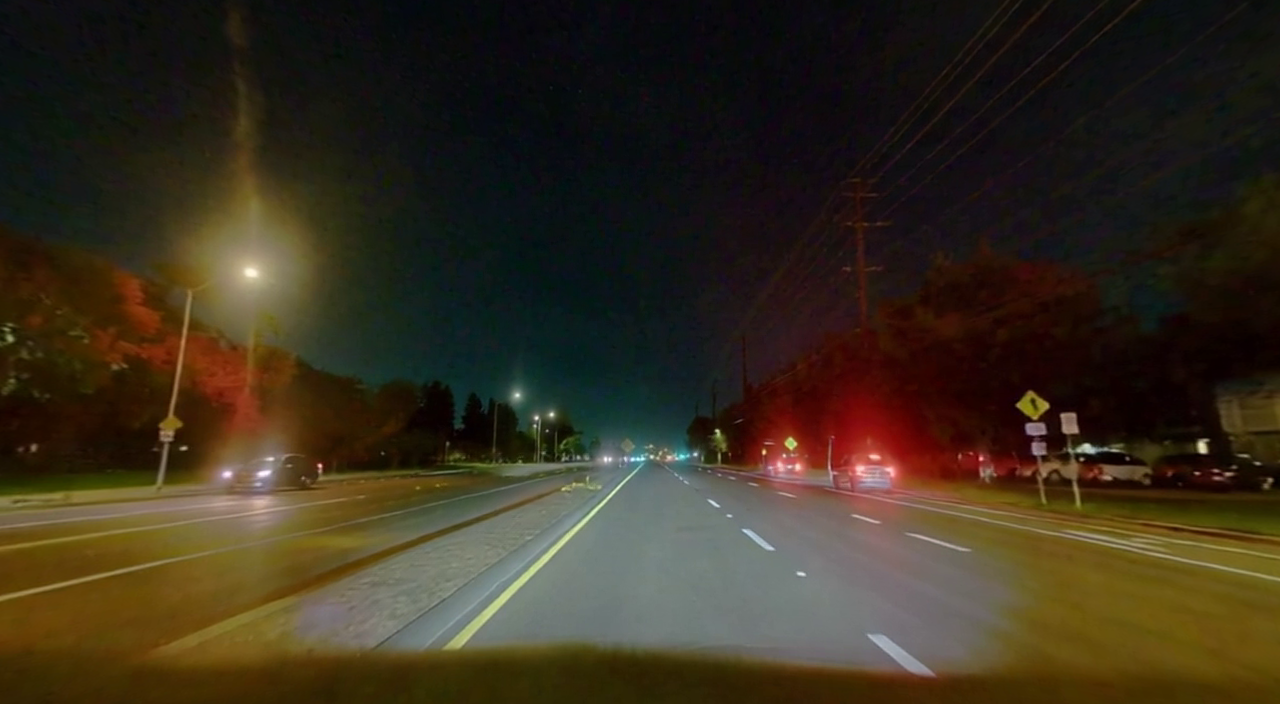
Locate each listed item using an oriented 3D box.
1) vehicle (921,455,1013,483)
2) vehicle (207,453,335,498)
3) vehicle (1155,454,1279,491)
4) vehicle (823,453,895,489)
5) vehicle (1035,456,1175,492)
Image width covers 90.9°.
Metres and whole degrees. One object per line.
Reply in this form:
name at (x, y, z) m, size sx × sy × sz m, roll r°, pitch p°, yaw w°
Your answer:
vehicle at (19.804, 7.095, 38.409) m, size 4.643 × 1.520 × 1.894 m, roll -3°, pitch -9°, yaw 18°
vehicle at (-13.941, 4.669, 24.186) m, size 2.047 × 1.467 × 4.611 m, roll 0°, pitch -8°, yaw 1°
vehicle at (25.543, 5.265, 27.492) m, size 4.368 × 1.394 × 1.983 m, roll 2°, pitch -10°, yaw 1°
vehicle at (12.027, 6.545, 34.979) m, size 2.182 × 1.768 × 4.904 m, roll 0°, pitch -8°, yaw 0°
vehicle at (20.552, 5.391, 28.005) m, size 4.664 × 1.504 × 1.816 m, roll 0°, pitch -8°, yaw 1°
